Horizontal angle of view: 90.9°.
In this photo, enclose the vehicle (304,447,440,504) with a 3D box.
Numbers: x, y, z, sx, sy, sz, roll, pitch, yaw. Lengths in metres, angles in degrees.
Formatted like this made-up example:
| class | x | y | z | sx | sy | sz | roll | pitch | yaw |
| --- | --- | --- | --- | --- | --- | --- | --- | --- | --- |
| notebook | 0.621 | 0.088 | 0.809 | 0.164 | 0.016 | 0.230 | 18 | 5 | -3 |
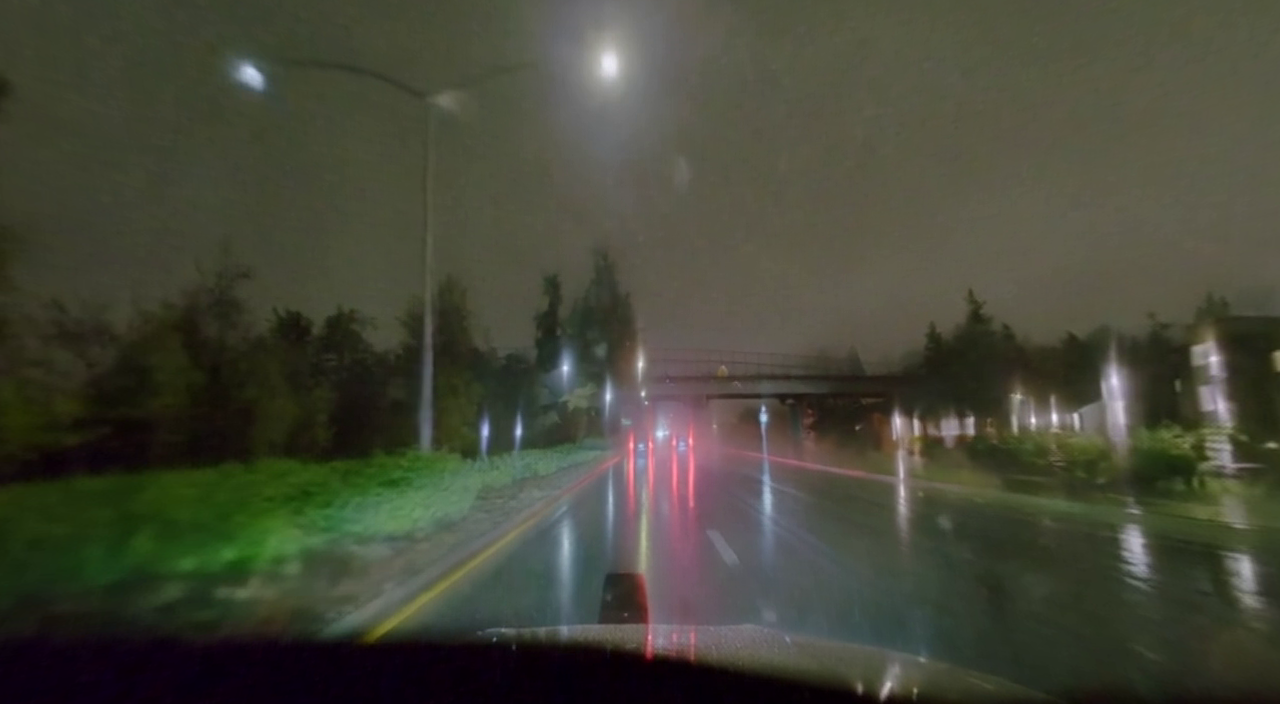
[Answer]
| class | x | y | z | sx | sy | sz | roll | pitch | yaw |
| --- | --- | --- | --- | --- | --- | --- | --- | --- | --- |
| vehicle | -7.894 | 3.681 | 19.222 | 1.986 | 1.475 | 4.990 | -1 | -9 | 0 |
